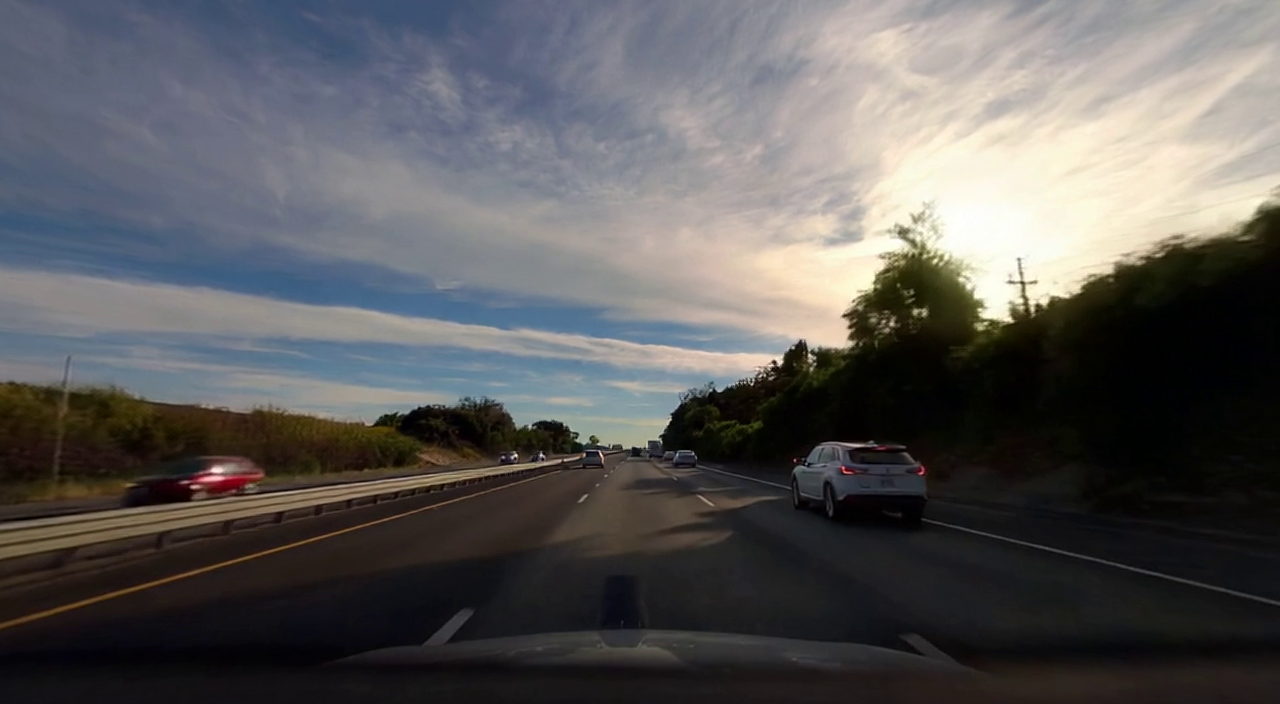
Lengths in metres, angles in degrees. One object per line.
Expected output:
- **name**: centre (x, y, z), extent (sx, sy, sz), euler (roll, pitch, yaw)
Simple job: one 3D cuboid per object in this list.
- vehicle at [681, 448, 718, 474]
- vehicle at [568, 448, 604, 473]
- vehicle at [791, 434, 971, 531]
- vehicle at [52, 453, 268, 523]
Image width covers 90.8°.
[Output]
- **vehicle**: centre (3.627, 6.751, 39.309), extent (1.846, 1.480, 3.694), euler (0, -9, -2)
- **vehicle**: centre (-3.499, 7.093, 41.398), extent (2.021, 1.507, 4.272), euler (0, -9, 0)
- **vehicle**: centre (4.452, 2.457, 12.406), extent (1.903, 1.566, 3.866), euler (0, -9, -1)
- **vehicle**: centre (-11.894, 3.343, 16.157), extent (1.918, 1.488, 4.565), euler (0, -9, 0)
